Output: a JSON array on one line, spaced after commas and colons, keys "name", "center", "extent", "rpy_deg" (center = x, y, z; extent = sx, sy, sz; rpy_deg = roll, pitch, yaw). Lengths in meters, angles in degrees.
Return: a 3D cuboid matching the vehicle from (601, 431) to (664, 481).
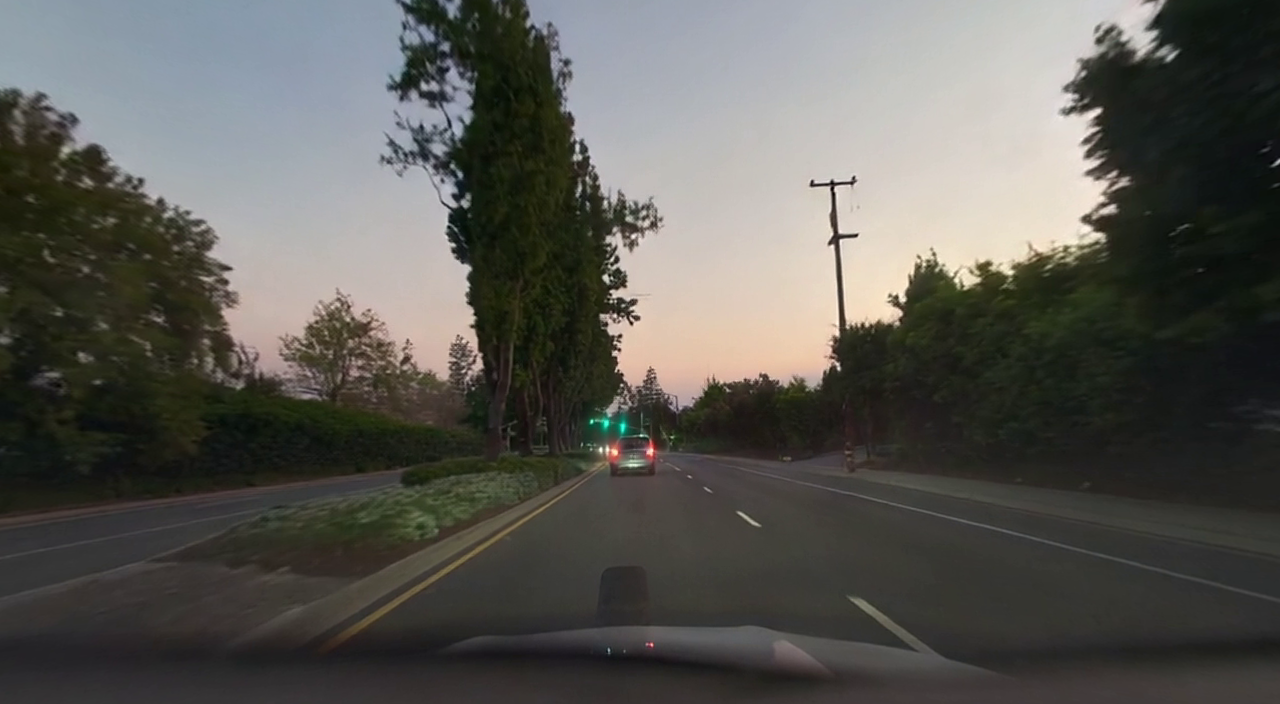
[{"name": "vehicle", "center": [-0.267, 3.932, 24.043], "extent": [2.192, 1.734, 4.176], "rpy_deg": [0, -8, 0]}]
